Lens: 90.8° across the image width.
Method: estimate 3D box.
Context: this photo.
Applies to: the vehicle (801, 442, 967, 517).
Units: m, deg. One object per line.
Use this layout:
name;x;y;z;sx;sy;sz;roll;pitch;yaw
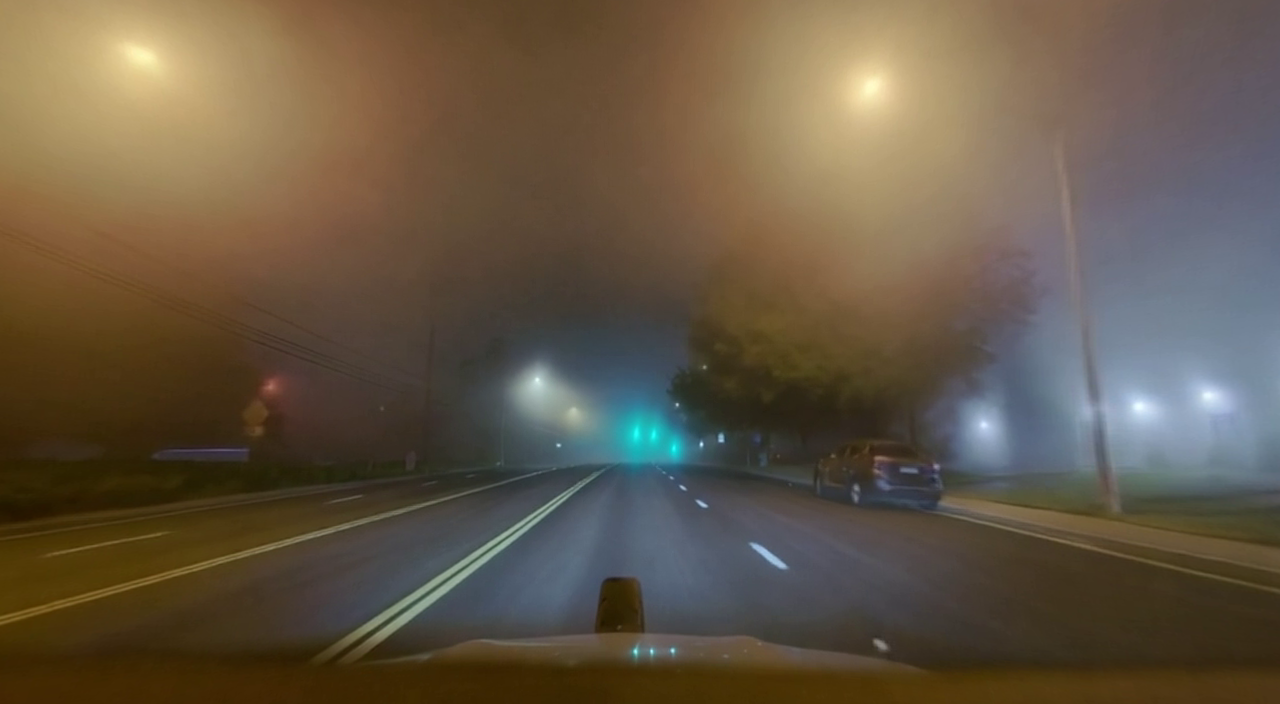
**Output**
vehicle;5.974;3.185;16.294;2.282;1.566;4.705;-1;-9;-1
